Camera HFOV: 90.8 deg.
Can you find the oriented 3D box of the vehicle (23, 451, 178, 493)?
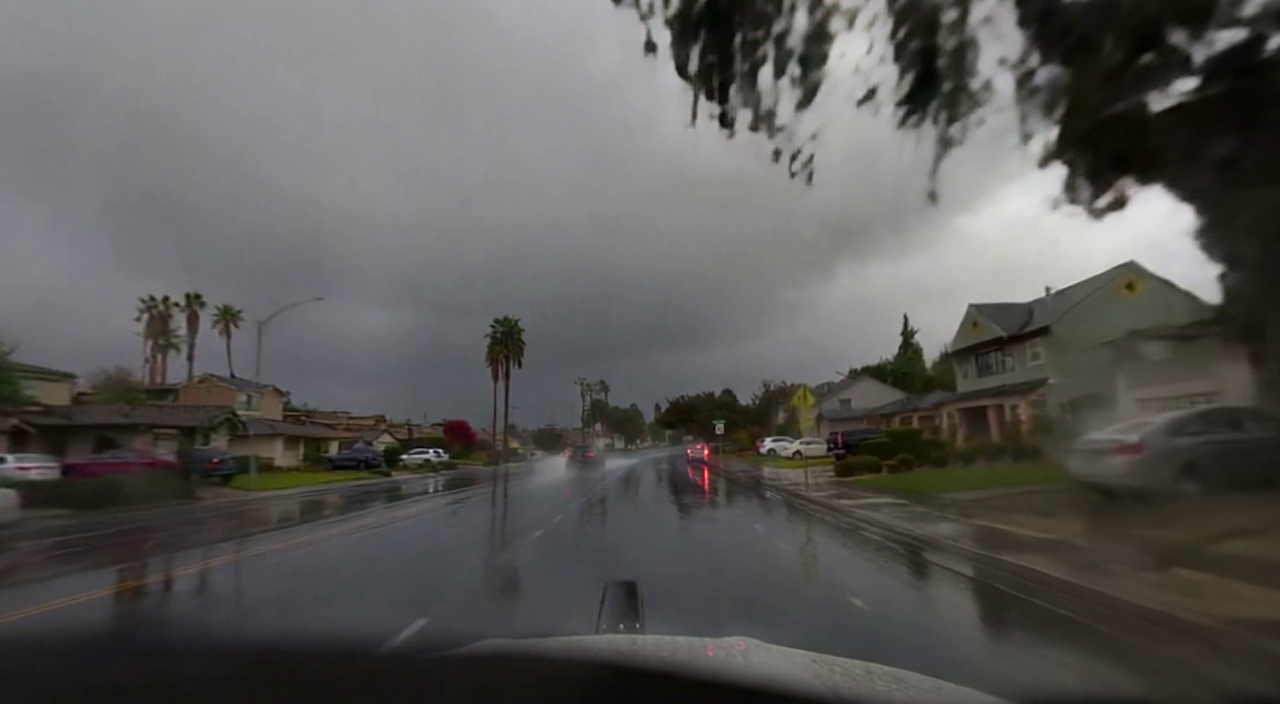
[{"bbox_3d":[-21.065,4.683,24.788,4.373,1.491,2.060,-1,-8,6],"label":"vehicle"}]

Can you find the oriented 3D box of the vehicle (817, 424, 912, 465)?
[{"bbox_3d":[11.653,4.783,32.732,4.531,1.864,2.037,3,-10,-30],"label":"vehicle"}]

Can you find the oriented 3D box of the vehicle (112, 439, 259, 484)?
[{"bbox_3d":[-20.825,5.035,29.163,4.942,1.932,2.247,1,-8,-3],"label":"vehicle"}]

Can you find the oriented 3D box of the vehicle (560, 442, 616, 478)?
[{"bbox_3d":[-2.268,4.843,28.600,2.035,1.474,4.284,0,-8,2],"label":"vehicle"}]

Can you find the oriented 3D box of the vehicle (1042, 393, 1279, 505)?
[{"bbox_3d":[10.660,1.773,11.955,4.549,1.672,2.008,-5,-10,1],"label":"vehicle"}]

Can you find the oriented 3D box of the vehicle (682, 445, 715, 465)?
[{"bbox_3d":[4.574,8.132,49.955,2.025,1.456,4.865,1,-8,-2],"label":"vehicle"}]
